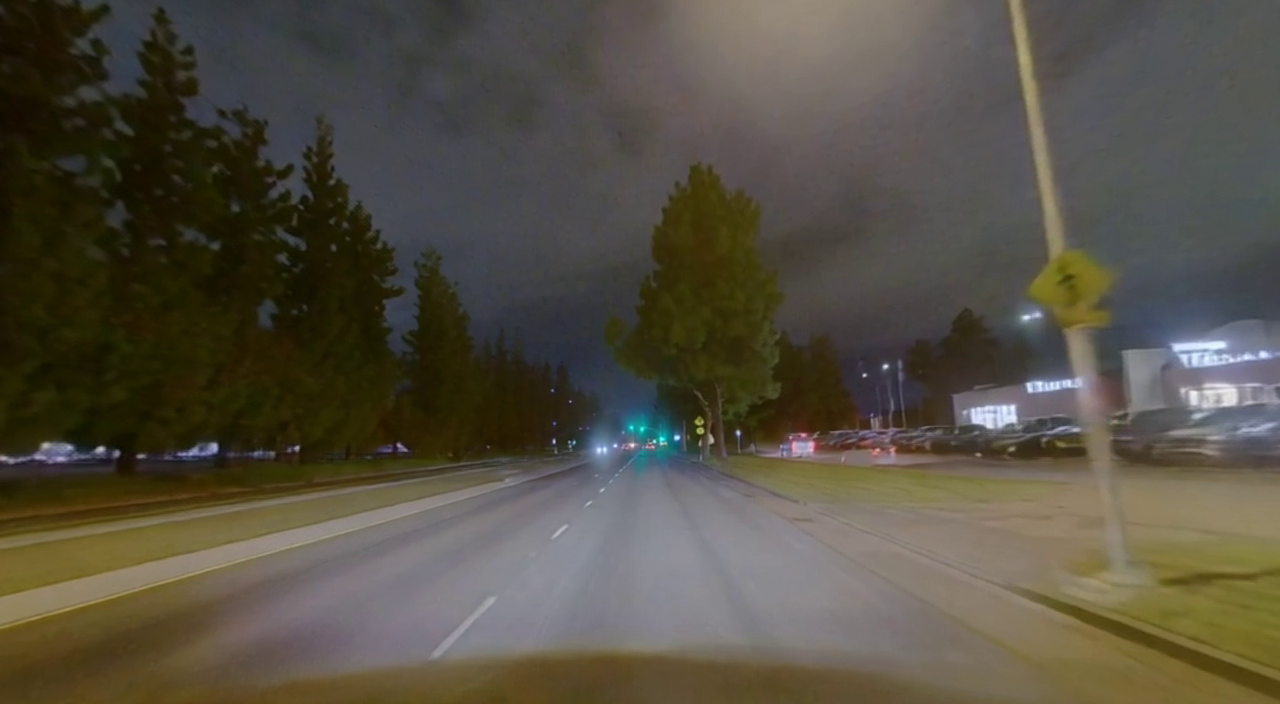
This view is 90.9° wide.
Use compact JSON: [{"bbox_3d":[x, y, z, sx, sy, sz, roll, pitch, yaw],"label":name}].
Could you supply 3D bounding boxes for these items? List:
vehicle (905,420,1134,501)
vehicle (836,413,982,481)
[{"bbox_3d":[7.970,2.337,13.959,2.056,1.449,4.679,-1,-8,-1],"label":"vehicle"},{"bbox_3d":[7.925,2.956,19.284,2.043,1.791,5.339,0,-10,-1],"label":"vehicle"}]
